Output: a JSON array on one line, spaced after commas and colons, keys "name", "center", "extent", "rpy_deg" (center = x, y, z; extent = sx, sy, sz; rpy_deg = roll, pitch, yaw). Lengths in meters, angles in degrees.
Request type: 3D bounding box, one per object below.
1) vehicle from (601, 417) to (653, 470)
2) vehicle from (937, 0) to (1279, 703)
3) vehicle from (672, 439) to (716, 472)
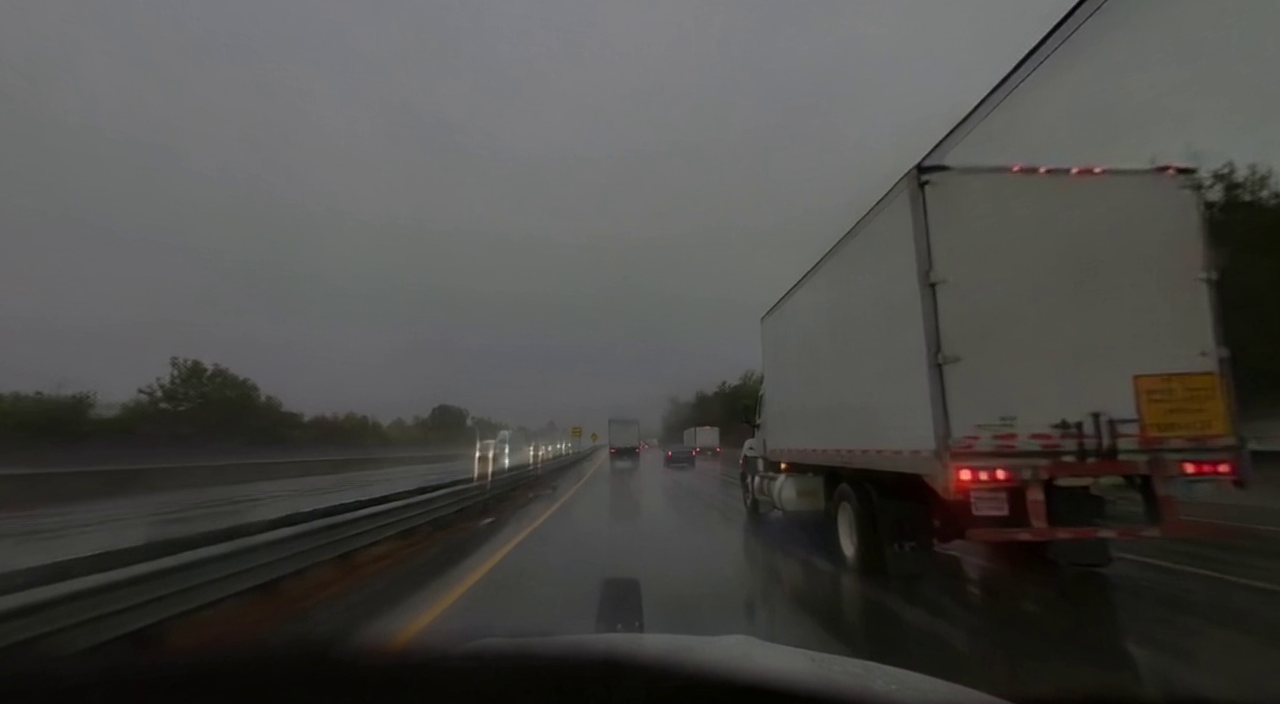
[{"name": "vehicle", "center": [-0.644, 5.294, 36.055], "extent": [2.506, 2.743, 6.093], "rpy_deg": [-1, -9, 3]}, {"name": "vehicle", "center": [3.898, -0.423, 0.691], "extent": [2.816, 4.086, 8.486], "rpy_deg": [0, -9, 0]}, {"name": "vehicle", "center": [2.799, 5.502, 33.464], "extent": [2.127, 1.642, 3.899], "rpy_deg": [-1, -9, 2]}]
